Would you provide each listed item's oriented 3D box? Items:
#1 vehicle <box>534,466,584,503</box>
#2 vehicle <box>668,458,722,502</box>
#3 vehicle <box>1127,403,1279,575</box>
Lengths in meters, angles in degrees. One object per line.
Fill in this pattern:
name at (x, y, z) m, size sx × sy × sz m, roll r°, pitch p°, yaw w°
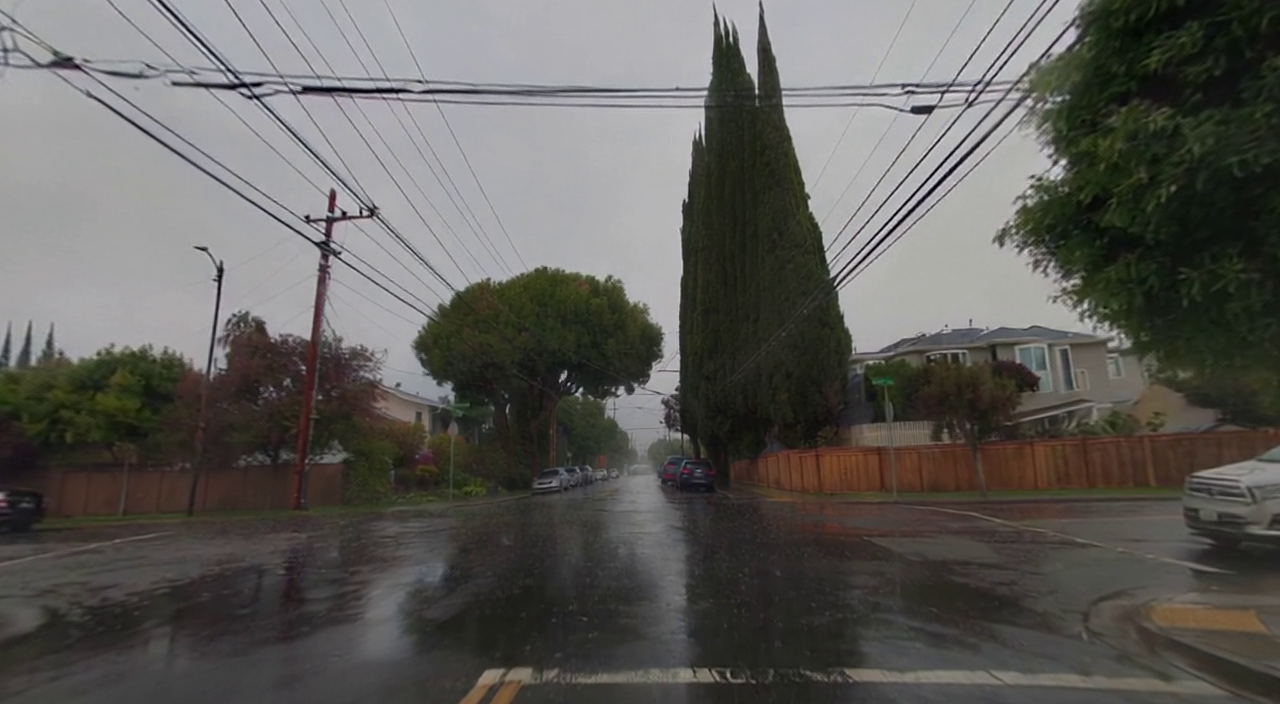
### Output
vehicle at (-4.312, 7.128, 34.216) m, size 2.189 × 1.771 × 4.571 m, roll 0°, pitch -10°, yaw -1°
vehicle at (2.582, 6.129, 30.696) m, size 2.051 × 1.874 × 4.459 m, roll 0°, pitch -9°, yaw -2°
vehicle at (9.703, 1.702, 8.213) m, size 4.677 × 1.949 × 2.334 m, roll -1°, pitch -9°, yaw 3°
